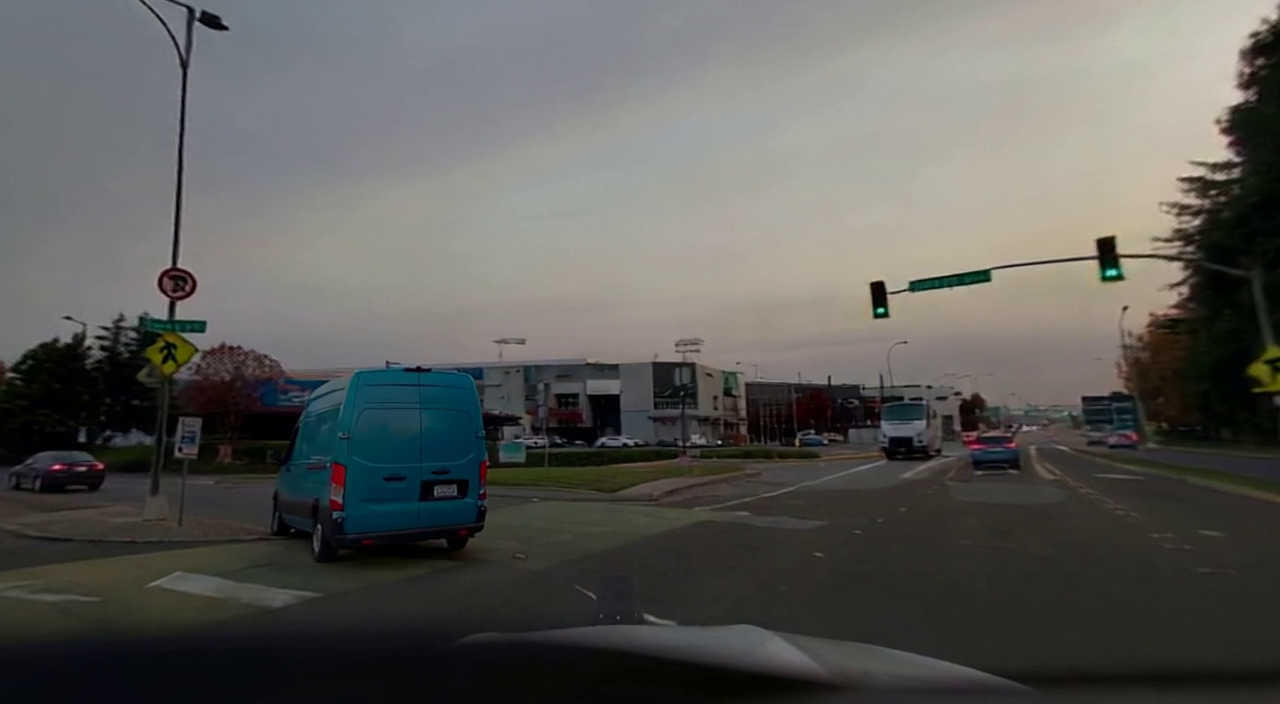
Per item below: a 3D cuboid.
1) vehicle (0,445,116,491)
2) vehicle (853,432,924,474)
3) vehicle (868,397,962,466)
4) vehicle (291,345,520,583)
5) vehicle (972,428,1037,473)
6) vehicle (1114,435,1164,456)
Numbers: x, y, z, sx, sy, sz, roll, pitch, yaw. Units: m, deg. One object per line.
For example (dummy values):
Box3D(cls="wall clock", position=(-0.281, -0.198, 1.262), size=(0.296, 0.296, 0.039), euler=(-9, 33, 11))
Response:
Box3D(cls="vehicle", position=(-21.927, 4.282, 23.381), size=(4.457, 1.533, 1.933), euler=(-5, -10, 28))
Box3D(cls="vehicle", position=(10.514, 4.221, 26.304), size=(2.017, 1.599, 4.436), euler=(-5, -10, 30))
Box3D(cls="vehicle", position=(16.523, 4.826, 36.814), size=(3.158, 3.294, 13.584), euler=(-5, -10, 31))
Box3D(cls="vehicle", position=(-4.067, 1.679, 10.053), size=(2.432, 2.624, 5.670), euler=(4, -10, -29))
Box3D(cls="vehicle", position=(14.481, 3.901, 24.857), size=(1.948, 1.613, 3.879), euler=(-6, -10, 31))
Box3D(cls="vehicle", position=(37.103, 6.947, 46.700), size=(2.144, 1.473, 4.250), euler=(-5, -10, 29))
